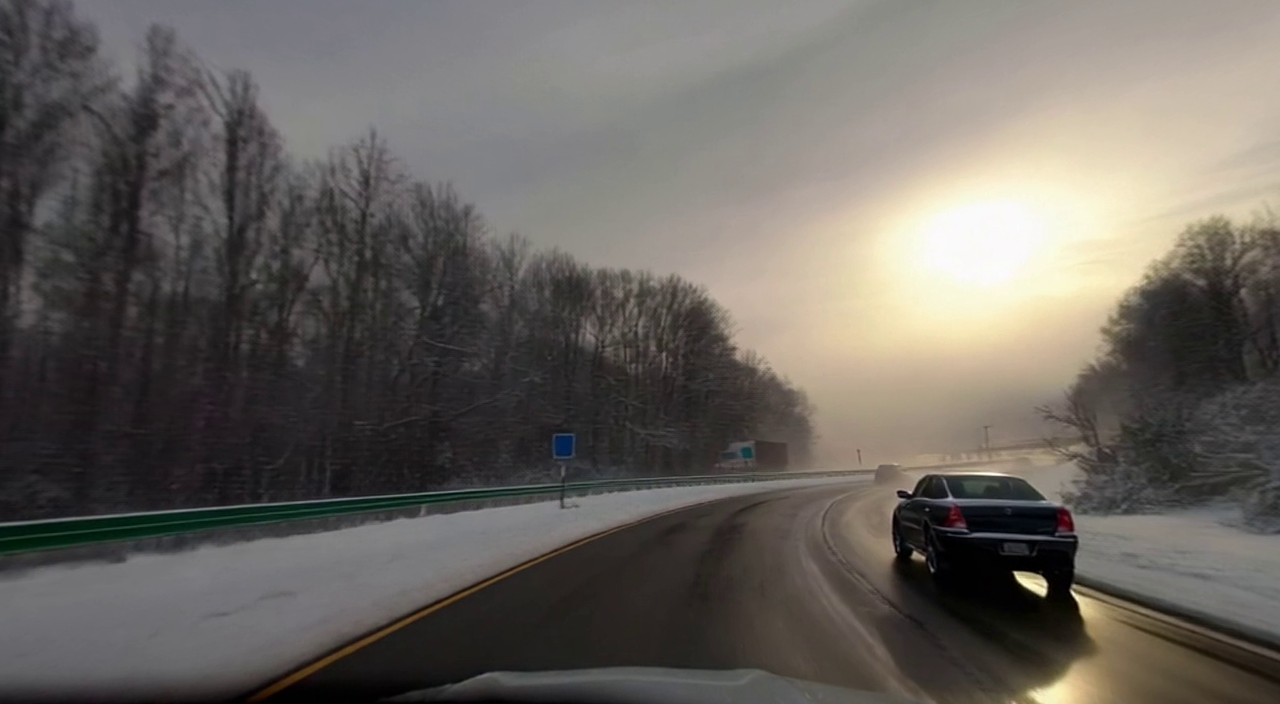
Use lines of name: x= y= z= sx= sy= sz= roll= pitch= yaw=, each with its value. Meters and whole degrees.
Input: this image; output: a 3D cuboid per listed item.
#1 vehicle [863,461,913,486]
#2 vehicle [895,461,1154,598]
vehicle: x=16.402 y=8.009 z=41.564 sx=1.992 sy=1.503 sz=3.793 roll=-7 pitch=-13 yaw=37
vehicle: x=5.570 y=2.565 z=9.901 sx=2.023 sy=1.593 sz=4.105 roll=-1 pitch=-11 yaw=10
